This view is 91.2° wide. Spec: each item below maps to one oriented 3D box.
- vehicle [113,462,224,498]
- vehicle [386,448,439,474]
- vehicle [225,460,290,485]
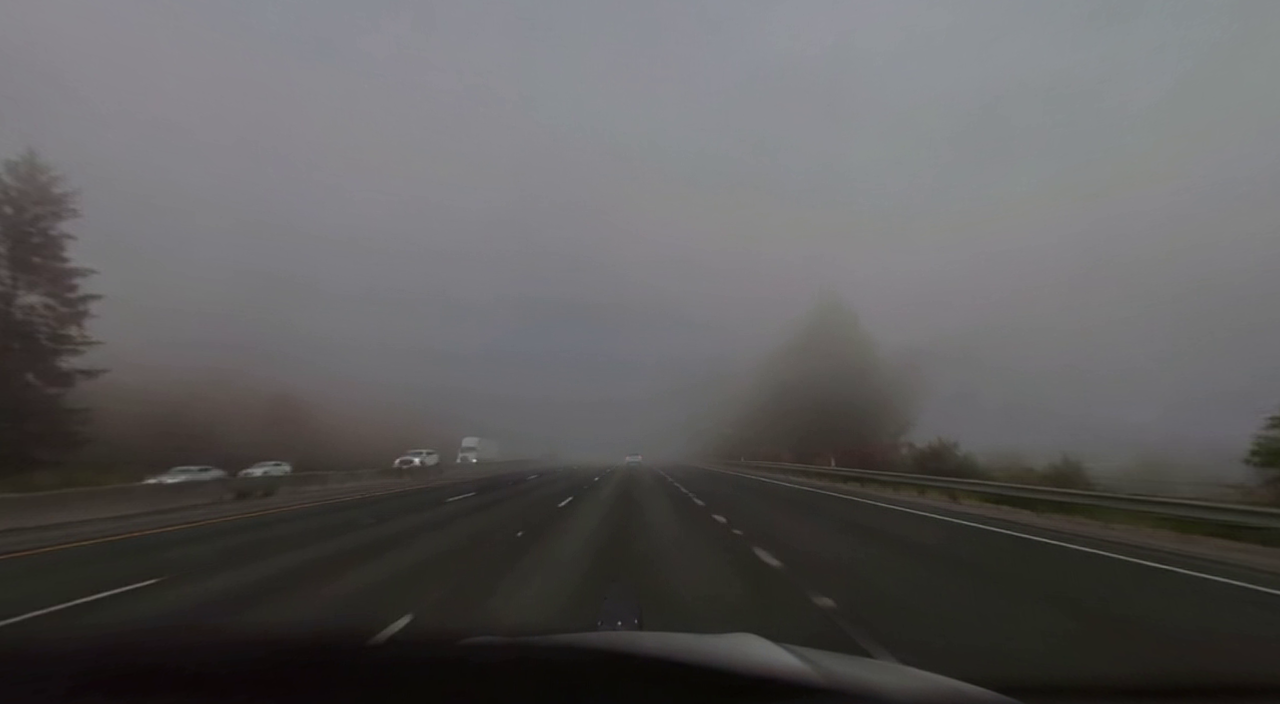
[{"bbox_3d":[-22.972,6.231,30.792,1.858,1.486,4.560,0,-9,0],"label":"vehicle"},{"bbox_3d":[-15.775,7.576,43.745,2.106,1.697,4.344,0,-9,0],"label":"vehicle"},{"bbox_3d":[-26.671,8.397,43.886,1.904,1.533,4.178,0,-9,-1],"label":"vehicle"}]
